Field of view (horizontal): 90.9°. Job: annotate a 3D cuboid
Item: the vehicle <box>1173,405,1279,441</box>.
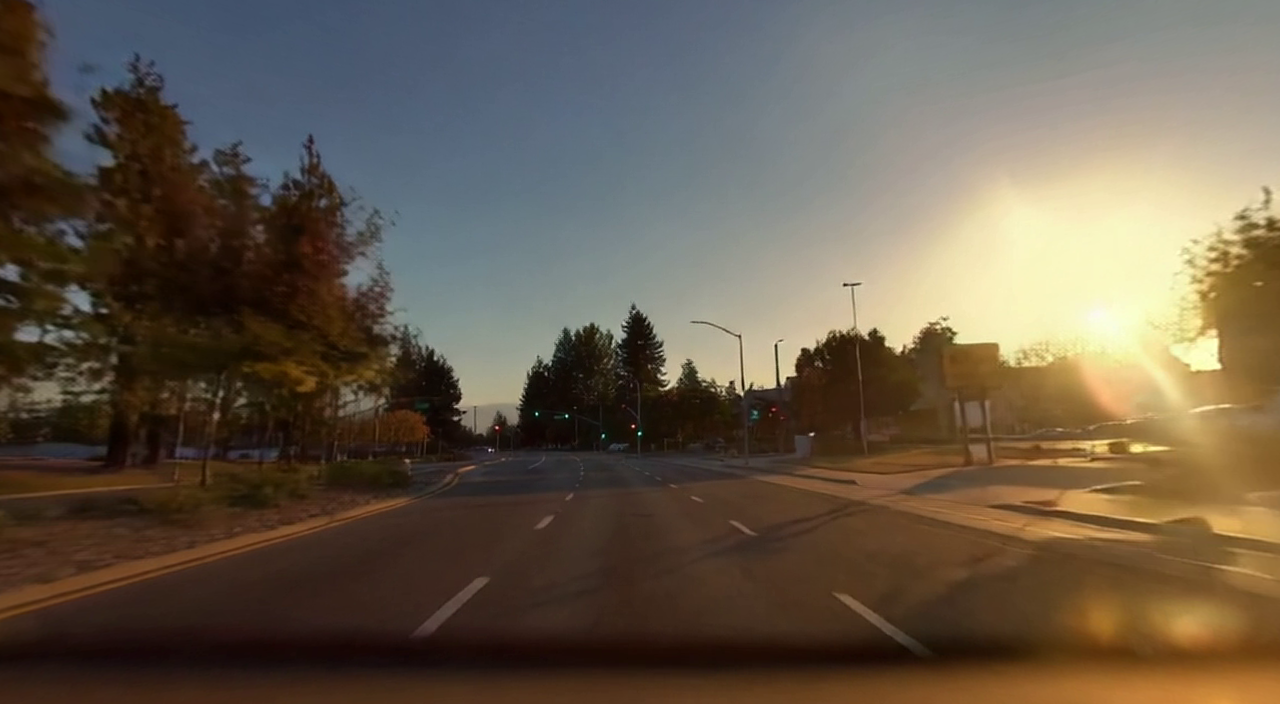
[{"bbox_3d":[27.889,3.377,29.485,1.808,1.485,4.467,1,-8,-3],"label":"vehicle"}]
